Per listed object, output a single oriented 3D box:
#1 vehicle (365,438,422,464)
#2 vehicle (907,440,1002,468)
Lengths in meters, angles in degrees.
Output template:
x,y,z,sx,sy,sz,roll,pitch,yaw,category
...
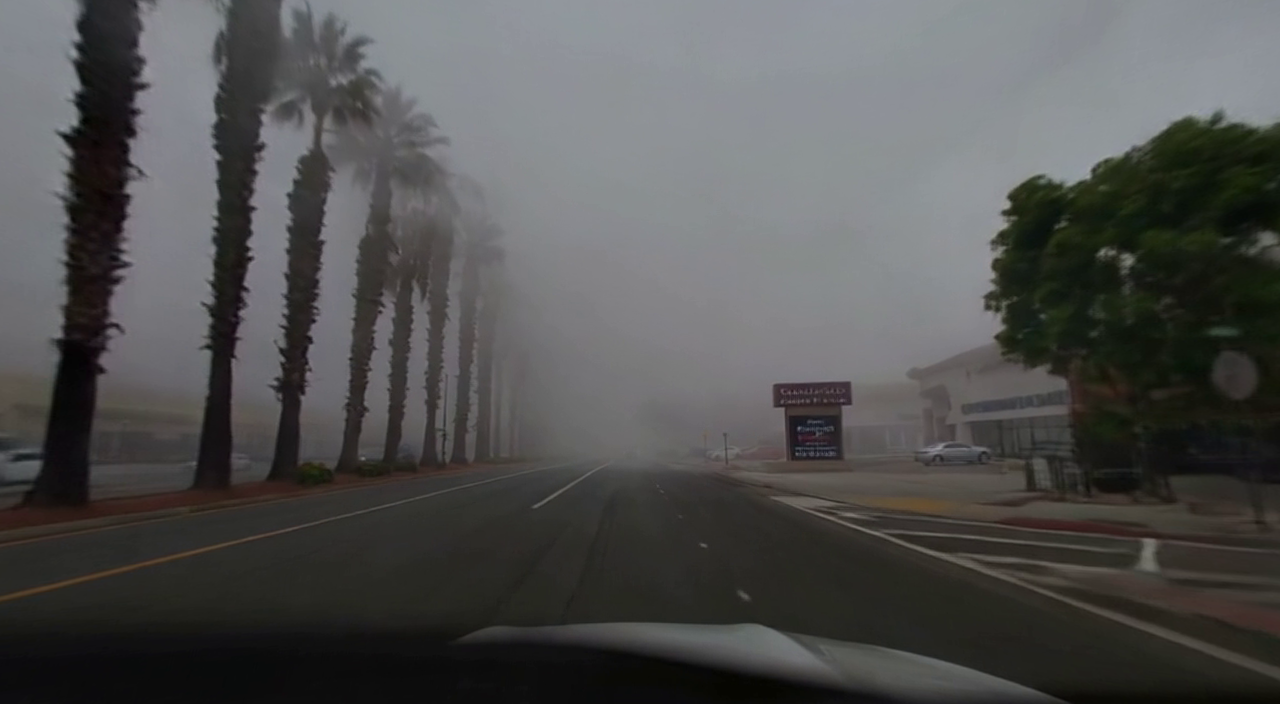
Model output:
x,y,z,sx,sy,sz,roll,pitch,yaw,category
-16.850,6.825,43.467,2.013,1.658,4.697,0,-9,-1,vehicle
19.064,6.196,38.447,4.552,1.649,2.187,0,-9,-4,vehicle
